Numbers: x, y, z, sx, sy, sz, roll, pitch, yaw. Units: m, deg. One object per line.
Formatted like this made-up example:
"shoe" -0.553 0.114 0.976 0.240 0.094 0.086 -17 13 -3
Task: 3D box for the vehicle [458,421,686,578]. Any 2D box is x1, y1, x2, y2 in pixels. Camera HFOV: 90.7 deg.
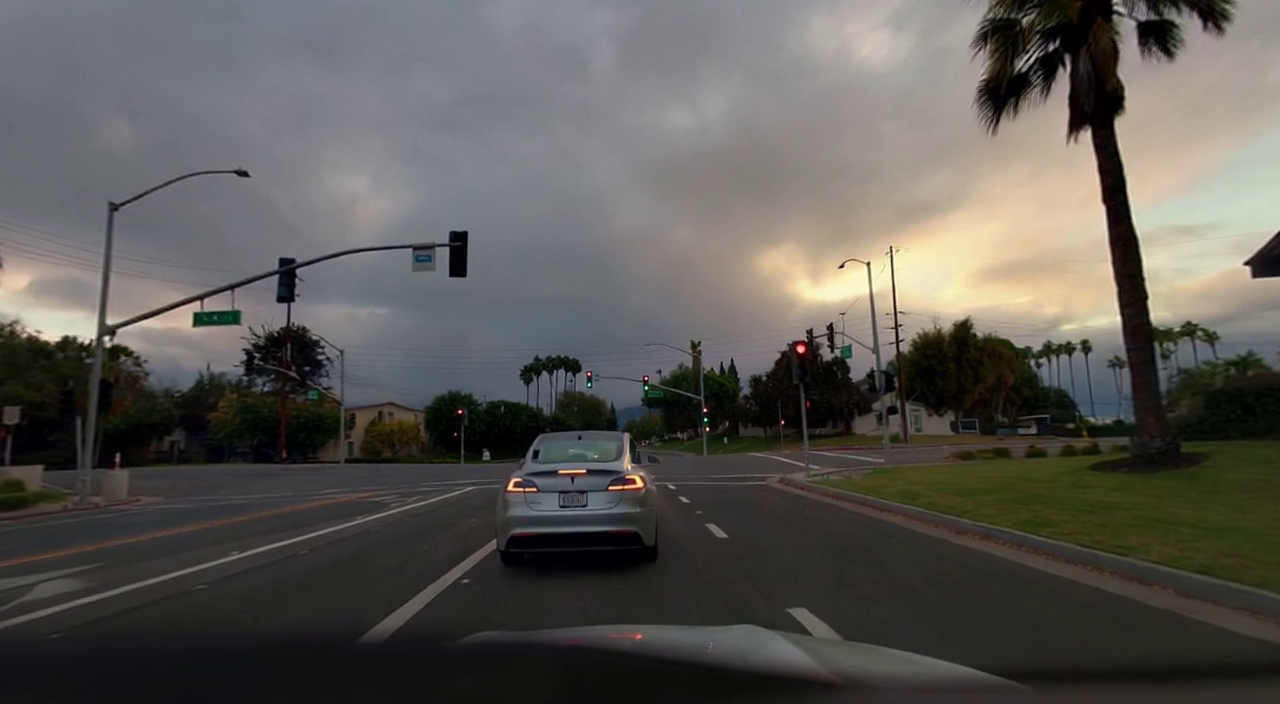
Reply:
"vehicle" -0.648 1.716 8.179 2.152 1.478 4.229 0 -8 0
